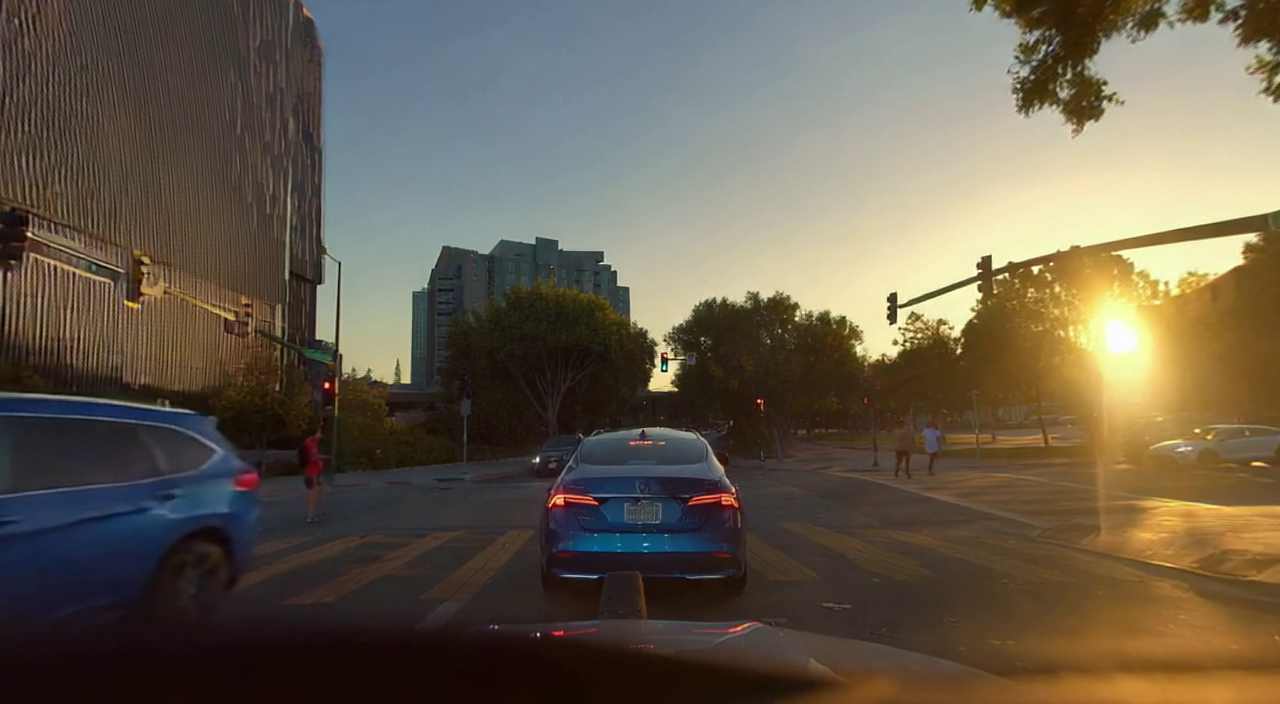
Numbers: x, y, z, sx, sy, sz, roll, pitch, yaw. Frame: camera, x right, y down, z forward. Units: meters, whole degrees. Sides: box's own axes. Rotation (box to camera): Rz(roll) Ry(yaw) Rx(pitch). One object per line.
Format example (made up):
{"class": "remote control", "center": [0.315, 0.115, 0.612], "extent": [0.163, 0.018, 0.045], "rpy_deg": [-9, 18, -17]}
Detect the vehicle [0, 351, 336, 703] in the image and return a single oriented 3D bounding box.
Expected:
{"class": "vehicle", "center": [-4.448, 1.054, 3.816], "extent": [2.317, 1.924, 5.518], "rpy_deg": [0, -8, 2]}

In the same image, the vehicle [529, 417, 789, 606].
{"class": "vehicle", "center": [-0.138, 1.644, 7.482], "extent": [1.893, 1.532, 4.145], "rpy_deg": [2, -9, -15]}

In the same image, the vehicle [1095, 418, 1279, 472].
{"class": "vehicle", "center": [19.145, 3.261, 22.213], "extent": [4.675, 1.772, 1.945], "rpy_deg": [0, -8, -1]}
